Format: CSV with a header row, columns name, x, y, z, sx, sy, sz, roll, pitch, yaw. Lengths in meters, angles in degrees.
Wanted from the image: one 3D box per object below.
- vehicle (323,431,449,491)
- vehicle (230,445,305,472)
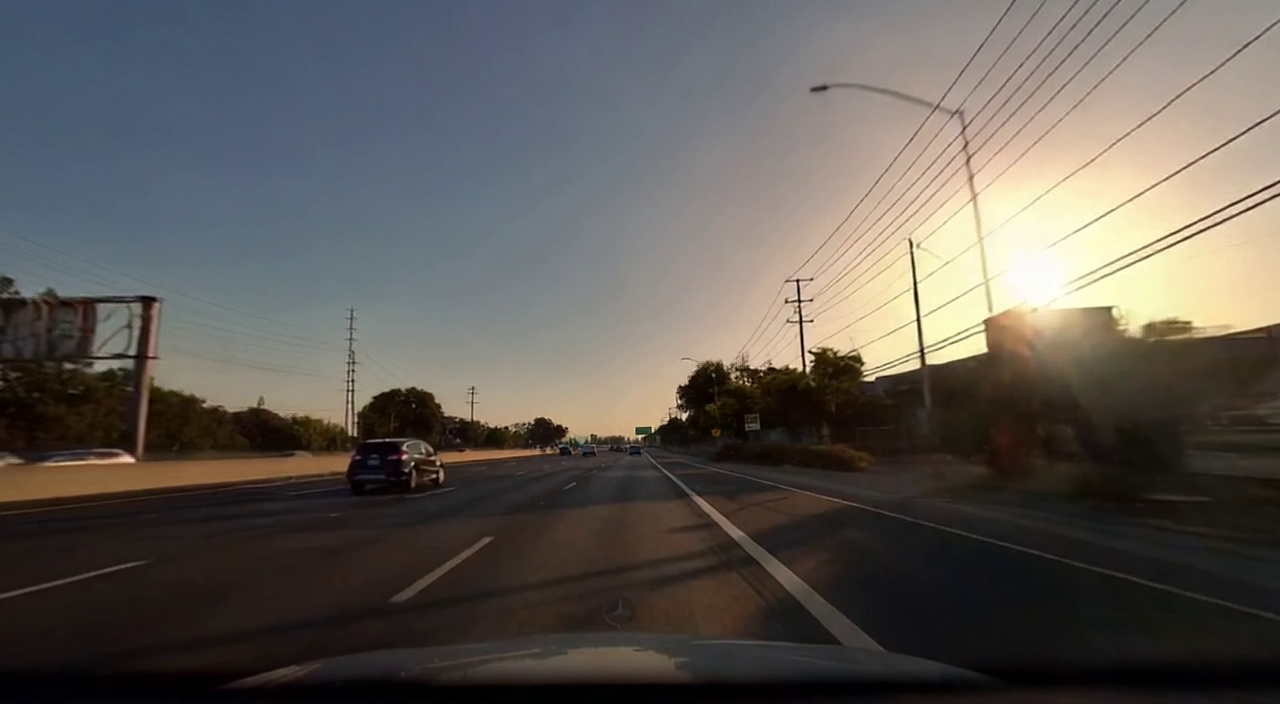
name,x,y,z,sx,sy,sz,roll,pitch,yaw
vehicle,-7.694,3.366,19.702,2.140,1.626,4.457,1,-9,-1
vehicle,-21.700,6.190,36.983,1.813,1.444,4.282,0,-8,0
